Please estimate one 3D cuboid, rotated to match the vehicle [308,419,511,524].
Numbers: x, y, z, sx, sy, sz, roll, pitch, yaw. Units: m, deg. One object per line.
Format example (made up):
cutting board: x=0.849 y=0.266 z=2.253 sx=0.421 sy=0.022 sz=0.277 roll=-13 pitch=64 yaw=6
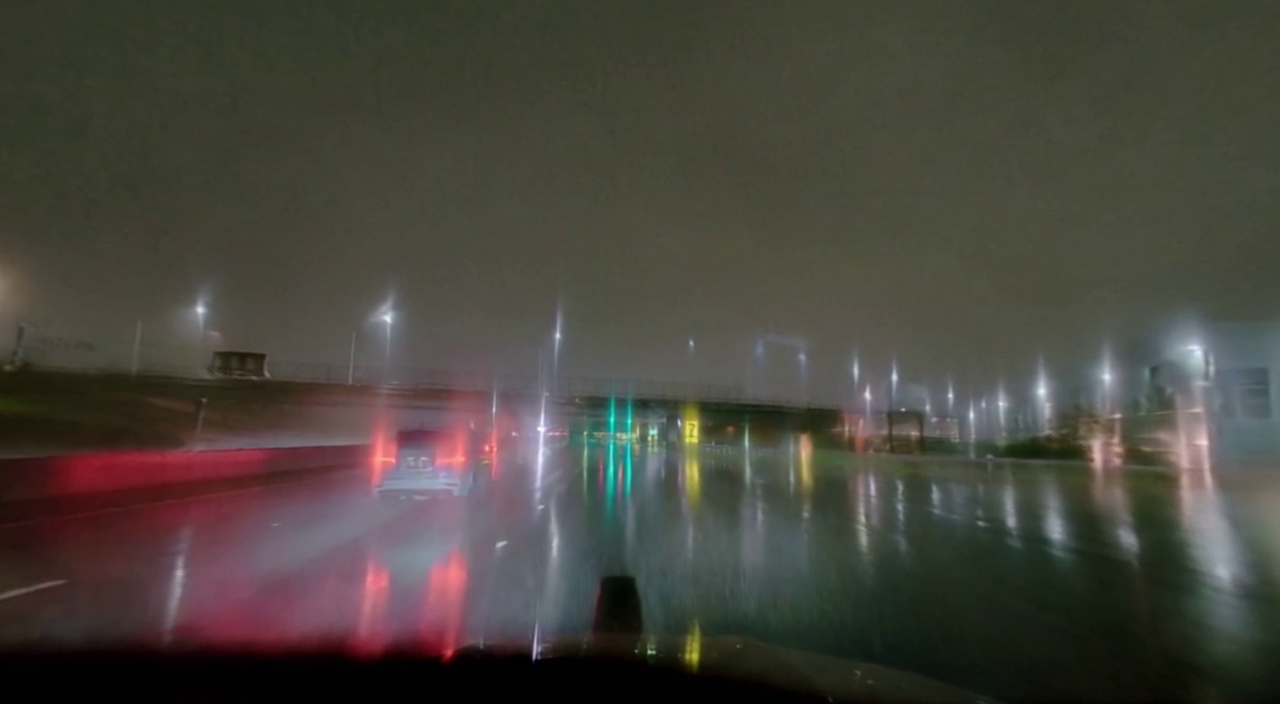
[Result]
vehicle: x=-4.062 y=2.183 z=12.168 sx=2.123 sy=1.601 sz=4.887 roll=0 pitch=-8 yaw=-1
